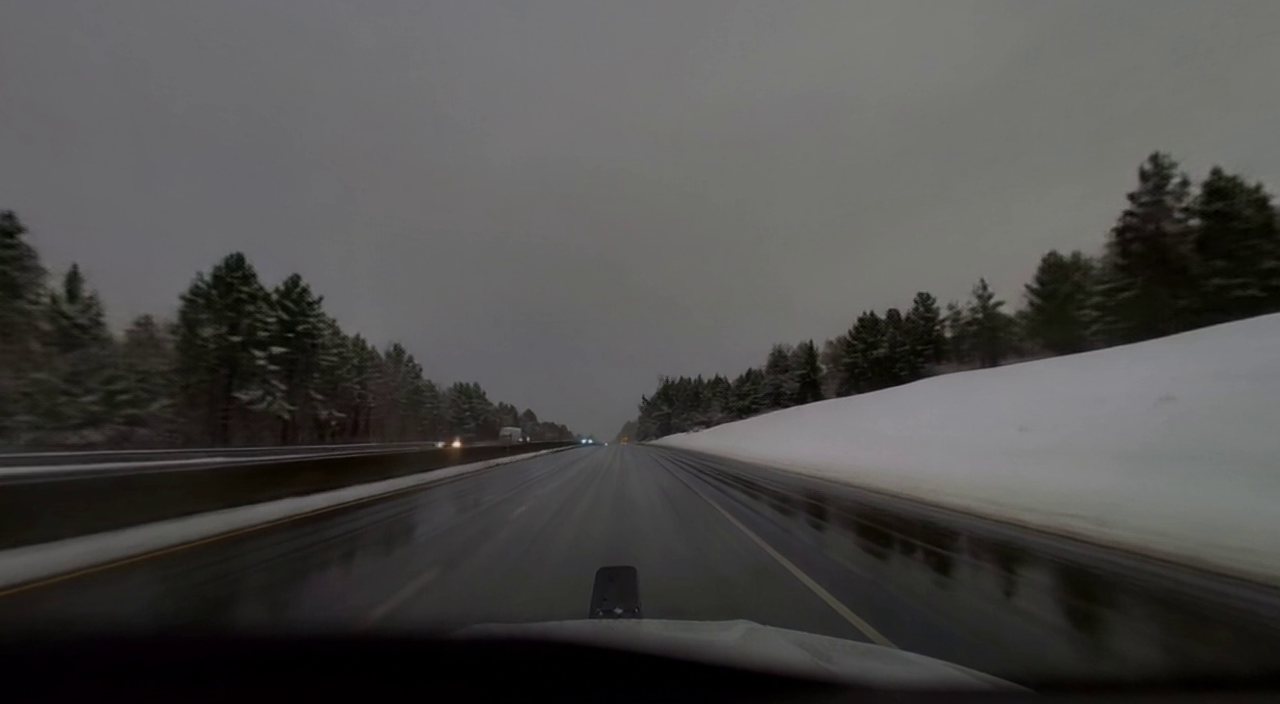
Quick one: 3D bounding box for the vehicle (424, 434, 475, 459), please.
[{"bbox_3d":[-11.852,5.876,39.355,1.992,1.503,4.066,0,-8,-1],"label":"vehicle"}]
